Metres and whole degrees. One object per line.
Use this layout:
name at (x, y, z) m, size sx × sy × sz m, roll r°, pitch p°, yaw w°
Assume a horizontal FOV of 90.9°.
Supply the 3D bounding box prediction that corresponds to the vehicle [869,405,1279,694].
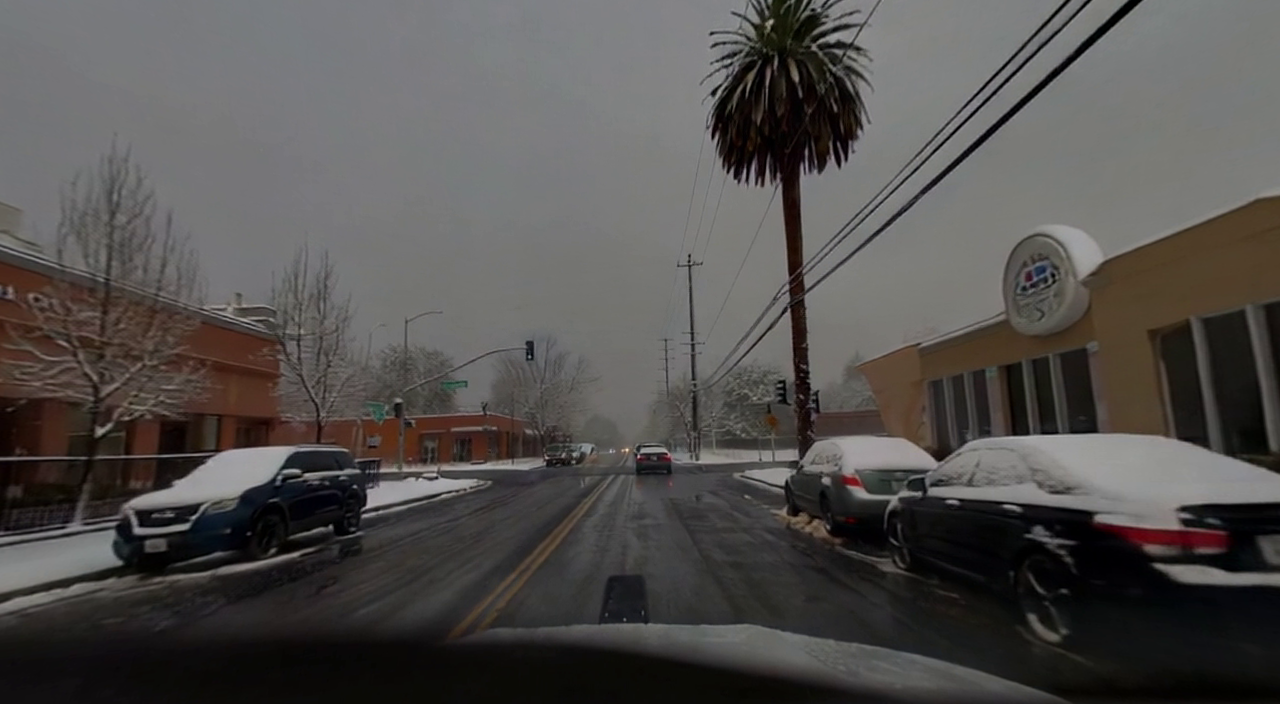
vehicle at (3.722, 1.426, 5.606) m, size 1.915 × 1.591 × 4.087 m, roll 0°, pitch -9°, yaw 2°

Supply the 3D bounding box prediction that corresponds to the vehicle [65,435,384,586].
vehicle at (-6.217, 2.386, 10.415) m, size 2.126 × 1.864 × 4.831 m, roll 0°, pitch -9°, yaw -3°

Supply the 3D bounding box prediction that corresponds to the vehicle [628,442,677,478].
vehicle at (0.513, 5.064, 29.676) m, size 2.125 × 1.524 × 4.404 m, roll 0°, pitch -9°, yaw -1°
